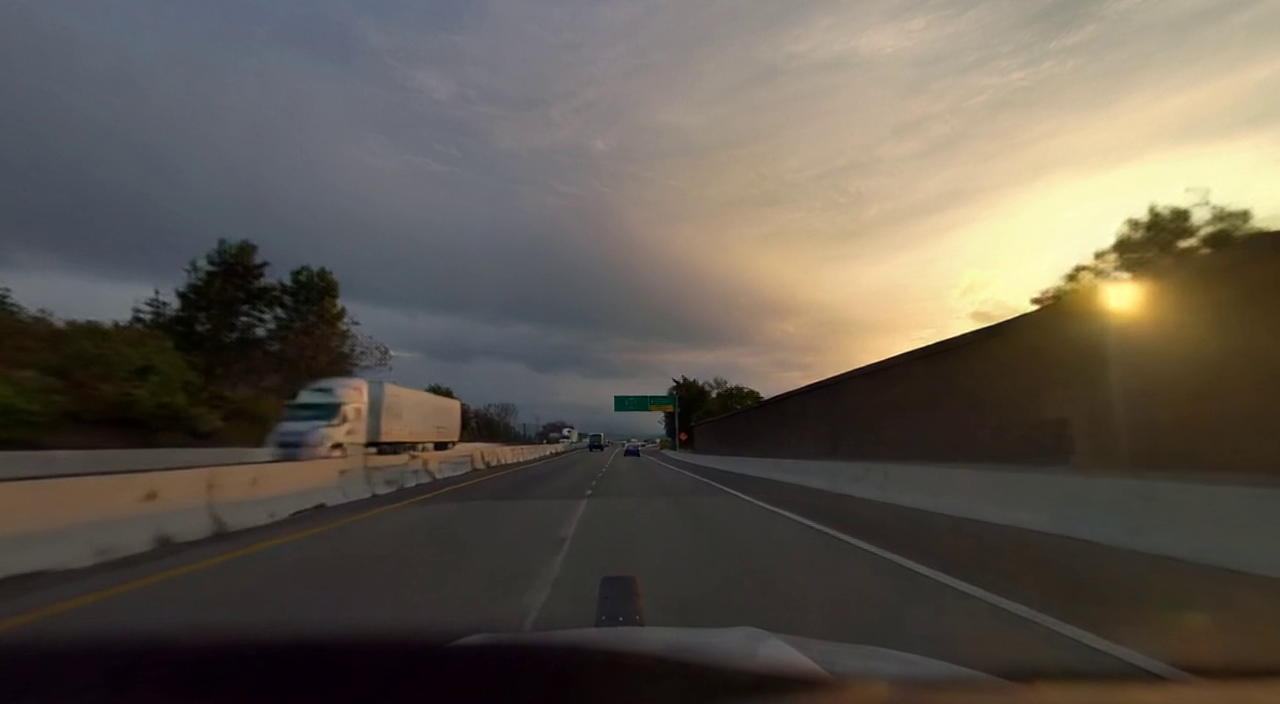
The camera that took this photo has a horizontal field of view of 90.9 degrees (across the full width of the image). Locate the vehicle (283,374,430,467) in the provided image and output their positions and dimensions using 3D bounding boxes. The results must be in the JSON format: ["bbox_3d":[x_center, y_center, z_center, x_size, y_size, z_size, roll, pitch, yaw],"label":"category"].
[{"bbox_3d":[-14.253,3.752,33.064,3.011,4.064,10.418,0,-8,-2],"label":"vehicle"}]
